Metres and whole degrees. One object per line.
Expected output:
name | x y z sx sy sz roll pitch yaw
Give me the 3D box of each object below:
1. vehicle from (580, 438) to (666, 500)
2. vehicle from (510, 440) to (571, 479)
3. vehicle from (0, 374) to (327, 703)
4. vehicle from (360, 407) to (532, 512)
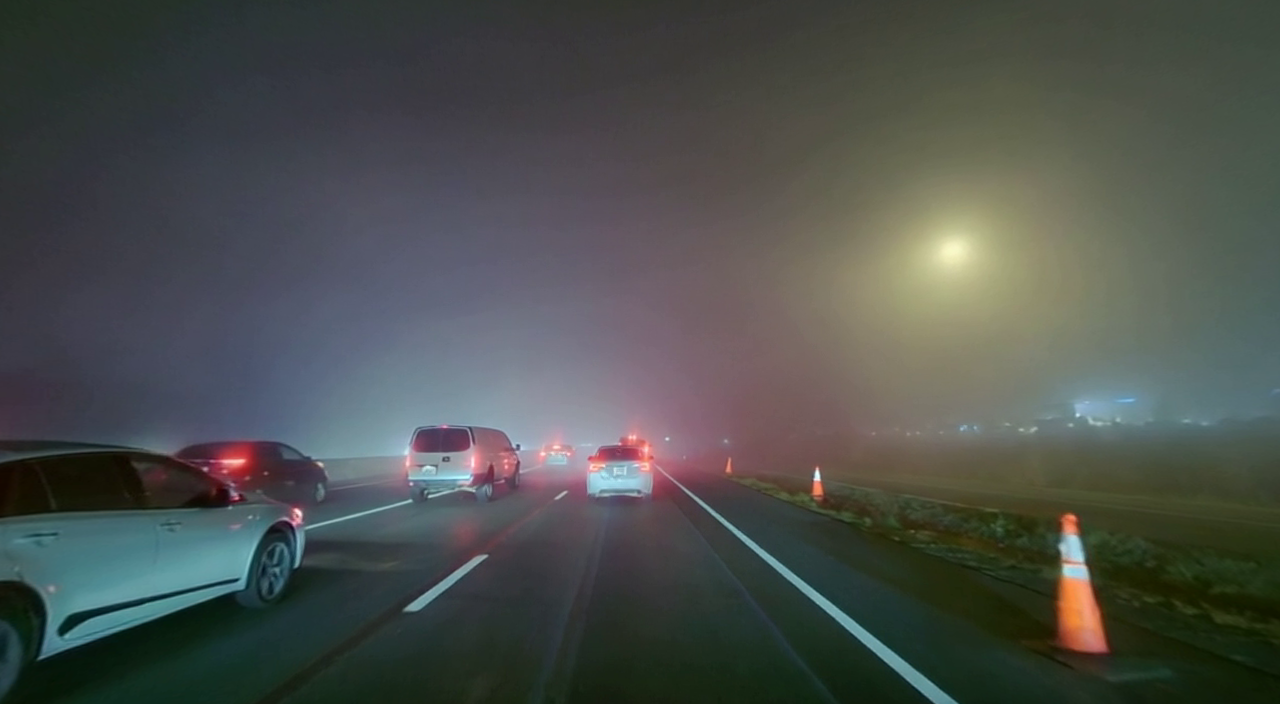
vehicle | -0.457 3.114 17.209 2.069 1.484 3.918 0 -9 -1
vehicle | -3.986 4.368 25.927 1.824 1.459 4.007 0 -9 1
vehicle | -3.910 1.007 3.511 2.041 1.604 4.384 0 -9 1
vehicle | -4.274 2.518 15.212 2.324 2.012 5.740 0 -9 0
